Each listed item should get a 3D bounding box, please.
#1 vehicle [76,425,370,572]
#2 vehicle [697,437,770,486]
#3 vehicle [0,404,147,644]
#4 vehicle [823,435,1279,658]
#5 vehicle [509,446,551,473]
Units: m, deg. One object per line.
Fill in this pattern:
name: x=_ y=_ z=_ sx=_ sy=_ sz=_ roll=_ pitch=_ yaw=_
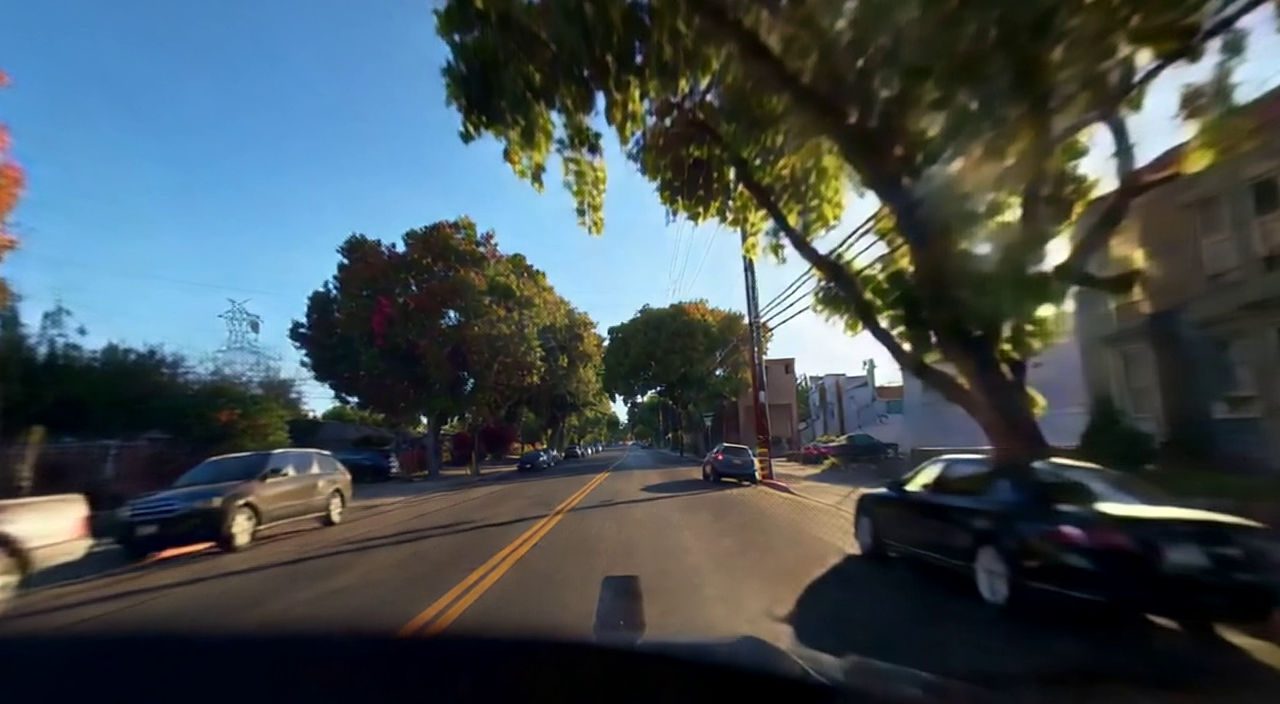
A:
vehicle: x=-6.628 y=2.316 z=10.890 sx=2.059 sy=1.831 sz=4.590 roll=-3 pitch=-8 yaw=-1
vehicle: x=3.112 y=3.740 z=21.905 sx=1.843 sy=1.495 sz=3.930 roll=0 pitch=-8 yaw=-1
vehicle: x=-6.274 y=1.238 z=3.735 sx=2.382 sy=1.869 sz=5.476 roll=-4 pitch=-9 yaw=-1
vehicle: x=3.422 y=1.543 z=6.218 sx=1.802 sy=1.382 sz=4.300 roll=0 pitch=-8 yaw=-2
vehicle: x=-6.733 y=6.631 z=39.115 sx=1.815 sy=1.402 sz=4.559 roll=-4 pitch=-8 yaw=-1
